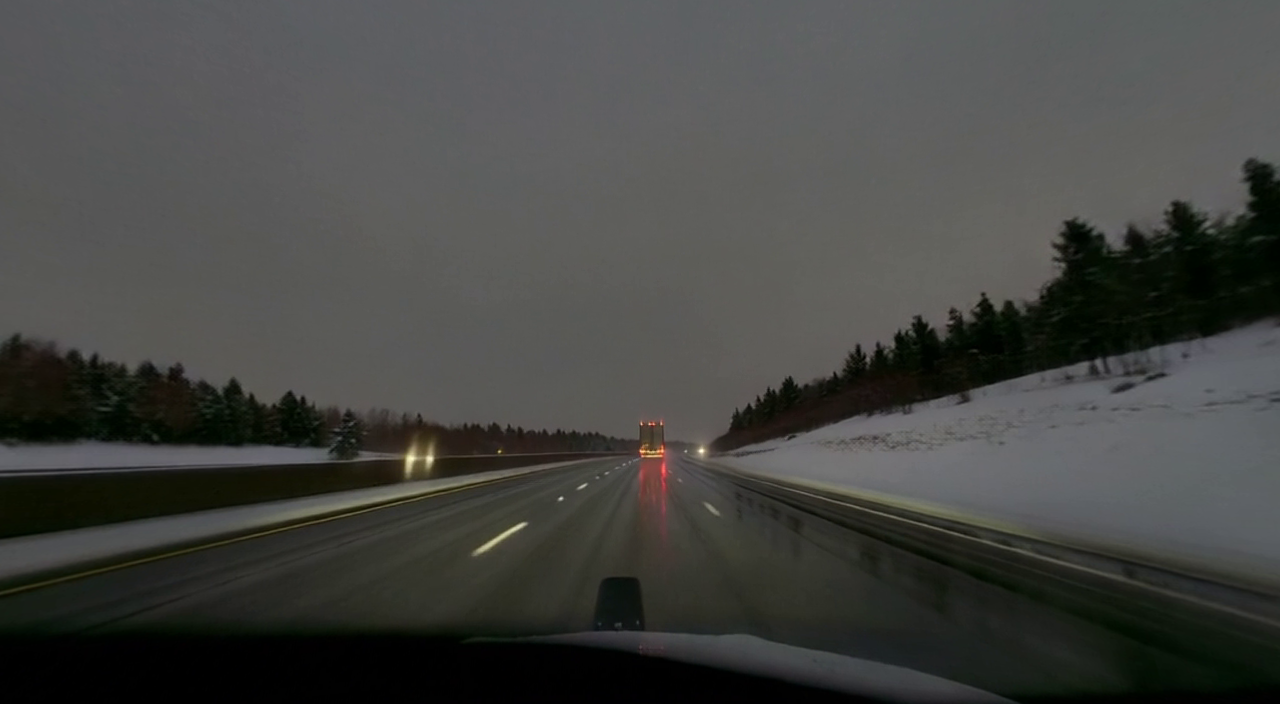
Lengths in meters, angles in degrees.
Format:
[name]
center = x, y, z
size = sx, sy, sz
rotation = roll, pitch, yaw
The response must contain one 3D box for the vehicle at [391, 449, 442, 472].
[vehicle]
center = -15.501, 7.527, 43.996
size = 1.881, 1.497, 4.397
rotation = 0, -9, 1
